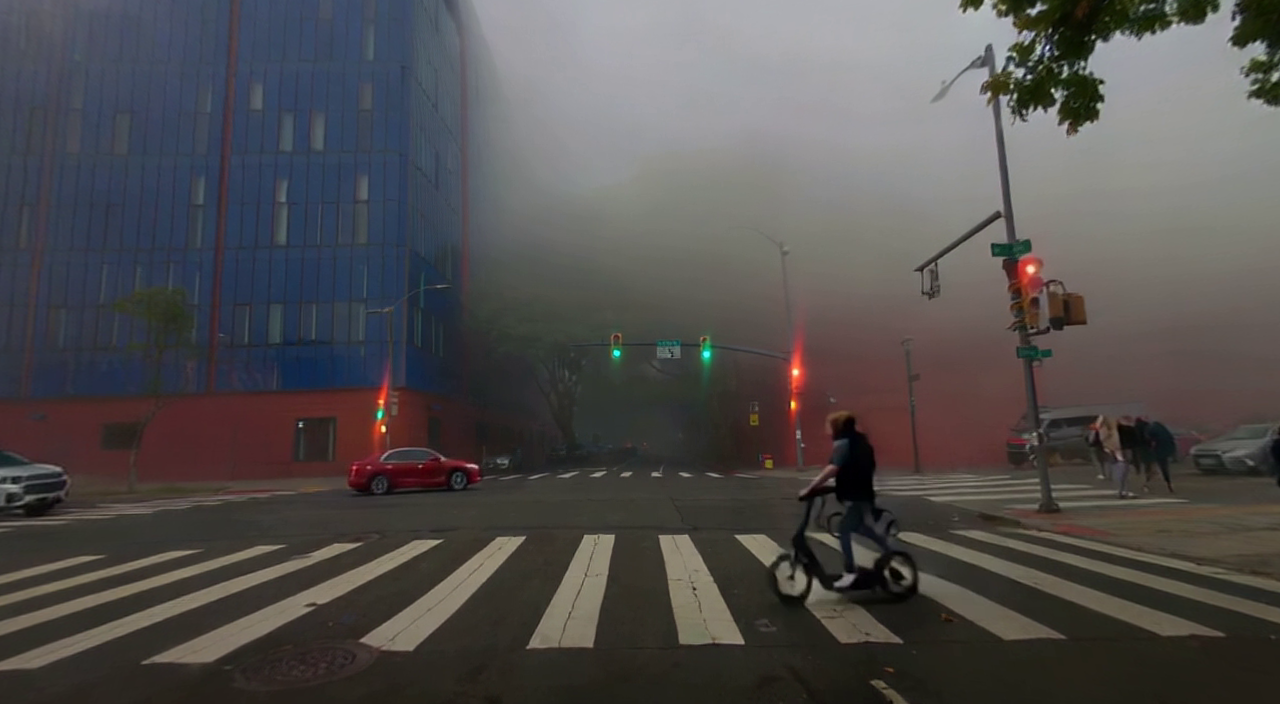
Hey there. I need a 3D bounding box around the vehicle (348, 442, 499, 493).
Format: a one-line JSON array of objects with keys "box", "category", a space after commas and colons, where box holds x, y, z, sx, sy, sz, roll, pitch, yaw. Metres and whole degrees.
[{"box": [-7.611, 4.014, 22.401, 4.641, 1.616, 2.051, 5, -10, -34], "category": "vehicle"}]
